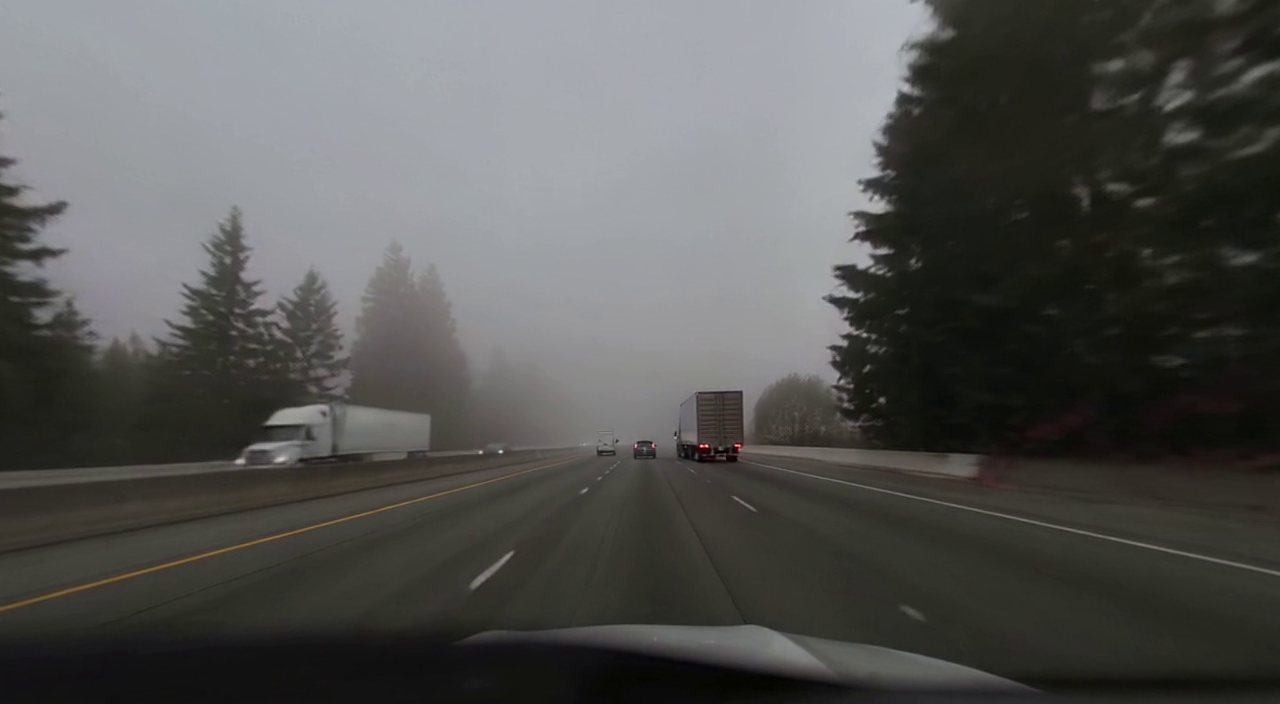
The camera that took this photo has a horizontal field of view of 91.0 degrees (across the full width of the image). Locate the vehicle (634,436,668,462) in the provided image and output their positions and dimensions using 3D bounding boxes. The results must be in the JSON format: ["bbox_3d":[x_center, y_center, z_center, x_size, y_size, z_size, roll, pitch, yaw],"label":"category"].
[{"bbox_3d":[0.718,6.332,41.112,2.139,1.607,4.034,0,-8,1],"label":"vehicle"}]

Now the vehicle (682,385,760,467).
[{"bbox_3d":[4.622,4.763,39.341,3.005,4.131,14.221,1,-8,0],"label":"vehicle"}]

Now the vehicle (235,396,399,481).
[{"bbox_3d":[-18.366,5.142,37.347,3.111,4.175,12.311,0,-8,0],"label":"vehicle"}]
